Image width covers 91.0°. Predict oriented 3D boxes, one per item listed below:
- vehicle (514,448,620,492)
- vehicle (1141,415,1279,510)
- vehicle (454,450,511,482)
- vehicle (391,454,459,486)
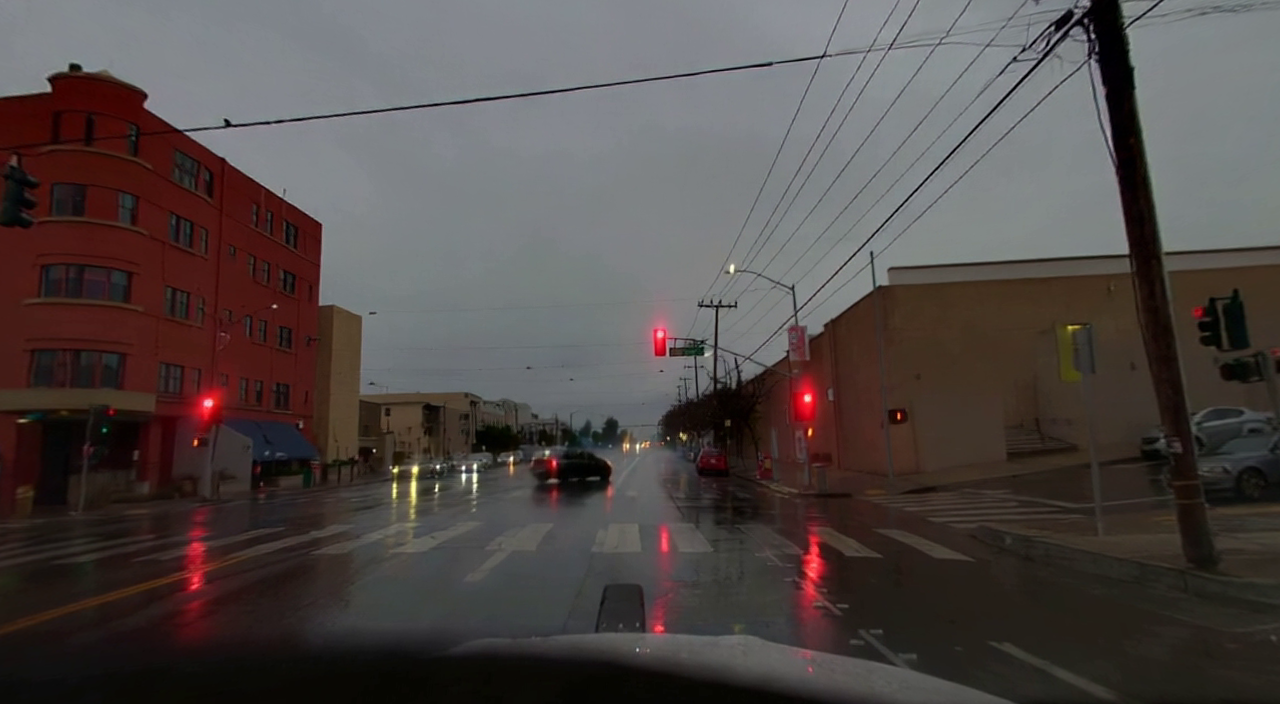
[{"bbox_3d":[-2.973,4.897,26.647,2.120,1.650,4.525,-5,-10,31],"label":"vehicle"},{"bbox_3d":[12.663,2.200,12.768,3.234,1.746,1.941,-1,-9,1],"label":"vehicle"},{"bbox_3d":[-8.720,6.331,35.270,2.020,1.672,3.842,0,-9,3],"label":"vehicle"},{"bbox_3d":[-12.028,6.603,35.578,1.943,1.574,4.727,0,-9,3],"label":"vehicle"}]
